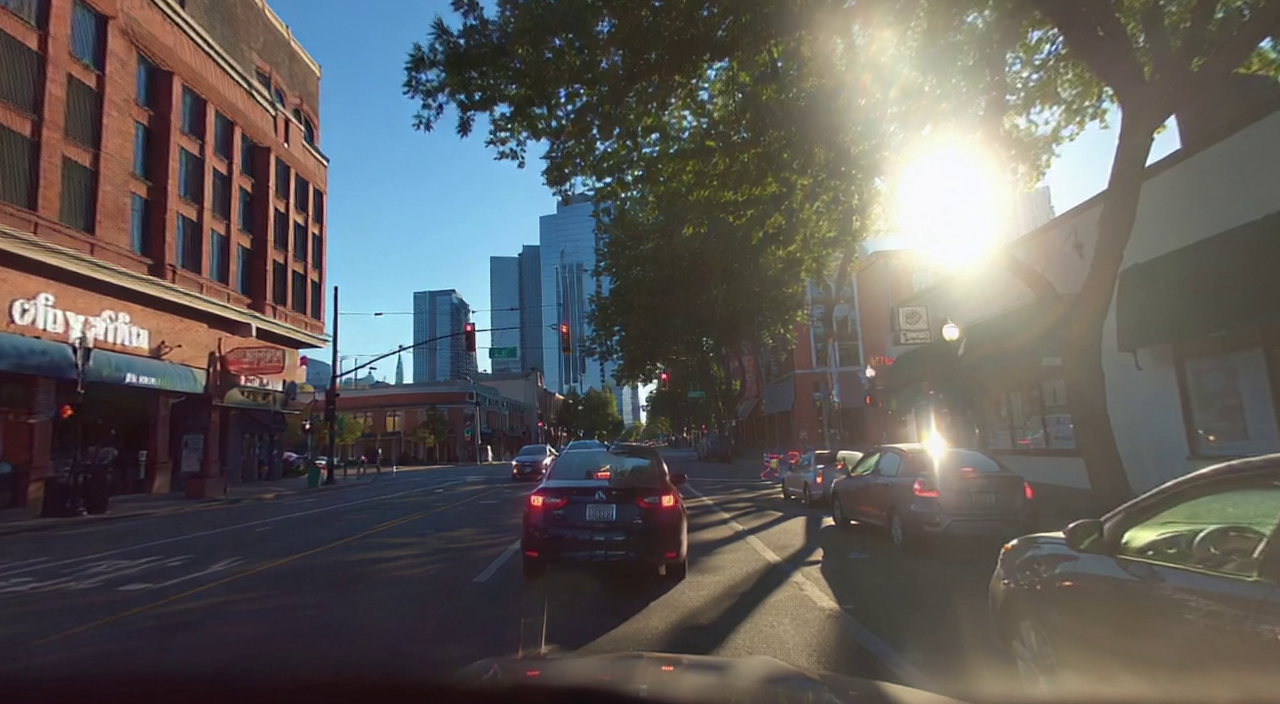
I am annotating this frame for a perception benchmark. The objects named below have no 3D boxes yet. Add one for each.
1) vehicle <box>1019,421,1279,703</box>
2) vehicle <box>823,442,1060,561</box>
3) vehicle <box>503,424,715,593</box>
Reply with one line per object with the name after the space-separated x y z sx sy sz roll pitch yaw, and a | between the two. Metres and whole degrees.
3.178 0.827 1.107 2.006 1.496 4.767 0 -9 -1 | vehicle
4.576 2.279 10.522 1.912 1.505 4.618 -1 -8 3 | vehicle
-0.310 1.678 7.565 1.888 1.489 3.703 0 -8 -1 | vehicle
